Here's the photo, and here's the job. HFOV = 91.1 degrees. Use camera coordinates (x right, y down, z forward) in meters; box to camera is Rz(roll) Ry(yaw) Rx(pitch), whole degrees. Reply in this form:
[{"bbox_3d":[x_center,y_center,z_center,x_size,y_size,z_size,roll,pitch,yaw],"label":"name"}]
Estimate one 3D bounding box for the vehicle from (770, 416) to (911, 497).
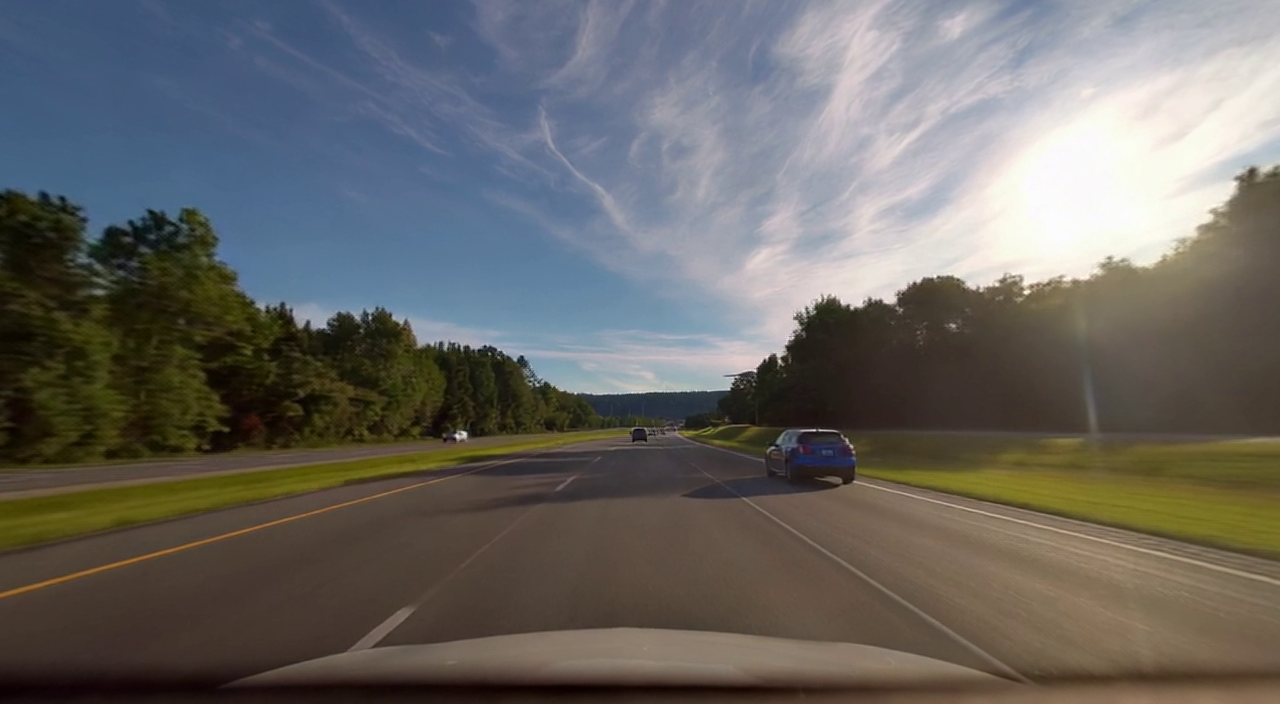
[{"bbox_3d":[4.166,2.211,13.735,1.765,1.510,3.762,0,-8,-1],"label":"vehicle"}]
